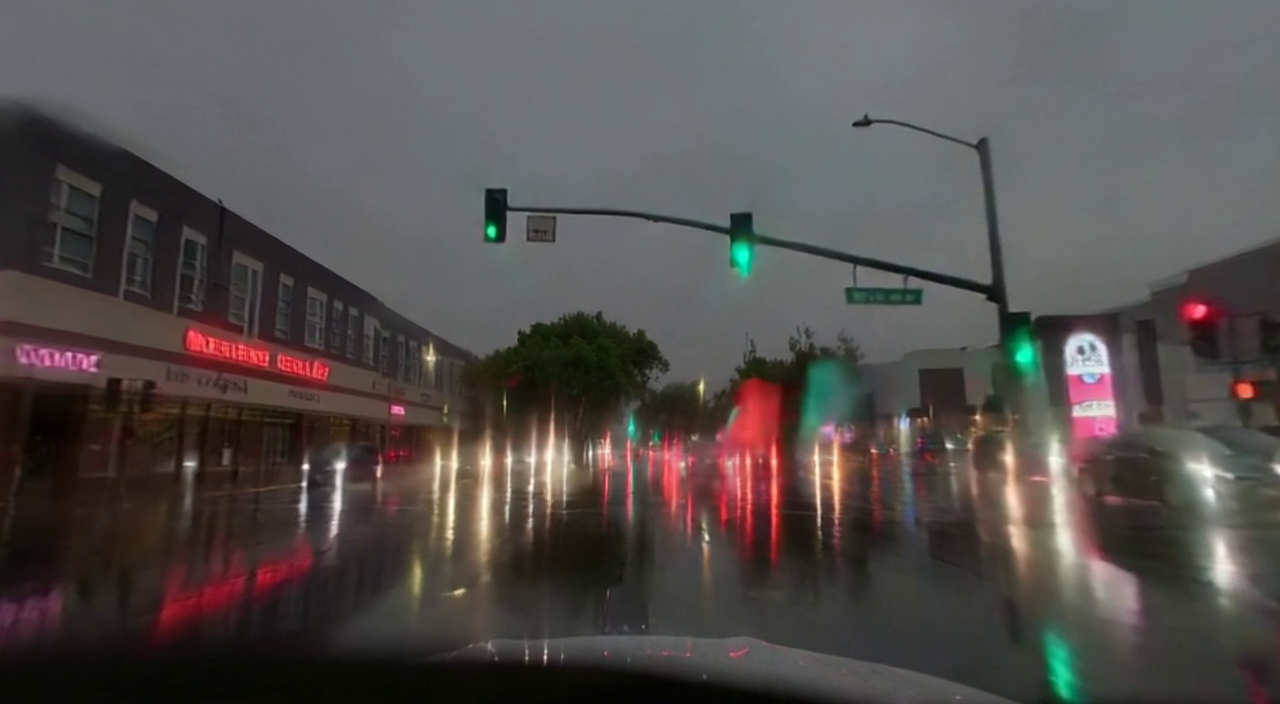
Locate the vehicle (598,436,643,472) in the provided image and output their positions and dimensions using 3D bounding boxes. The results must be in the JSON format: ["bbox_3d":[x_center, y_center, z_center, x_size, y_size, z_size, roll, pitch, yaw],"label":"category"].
[{"bbox_3d":[-1.046,5.576,34.693,2.301,1.837,4.411,0,-8,-1],"label":"vehicle"}]

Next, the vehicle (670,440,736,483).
[{"bbox_3d":[2.374,4.272,24.950,2.046,1.540,3.883,0,-8,-3],"label":"vehicle"}]

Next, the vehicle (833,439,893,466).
[{"bbox_3d":[14.766,6.652,42.061,2.007,1.642,5.001,-2,-8,-2],"label":"vehicle"}]

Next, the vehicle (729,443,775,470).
[{"bbox_3d":[6.929,6.515,39.569,1.914,1.587,4.548,0,-8,-2],"label":"vehicle"}]

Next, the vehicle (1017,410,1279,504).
[{"bbox_3d":[12.111,2.531,15.543,2.304,1.907,4.844,0,-8,-5],"label":"vehicle"}]

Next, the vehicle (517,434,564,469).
[{"bbox_3d":[-6.194,6.179,39.663,2.240,1.945,5.114,-1,-7,-1],"label":"vehicle"}]

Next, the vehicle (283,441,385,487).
[{"bbox_3d":[-12.791,4.688,26.724,2.106,1.779,4.467,0,-8,-1],"label":"vehicle"}]

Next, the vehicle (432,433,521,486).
[{"bbox_3d":[-6.037,3.981,23.938,2.242,1.740,4.659,-1,-7,-1],"label":"vehicle"}]

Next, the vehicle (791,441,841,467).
[{"bbox_3d":[11.699,6.778,42.183,2.058,1.493,4.612,-2,-8,1],"label":"vehicle"}]
